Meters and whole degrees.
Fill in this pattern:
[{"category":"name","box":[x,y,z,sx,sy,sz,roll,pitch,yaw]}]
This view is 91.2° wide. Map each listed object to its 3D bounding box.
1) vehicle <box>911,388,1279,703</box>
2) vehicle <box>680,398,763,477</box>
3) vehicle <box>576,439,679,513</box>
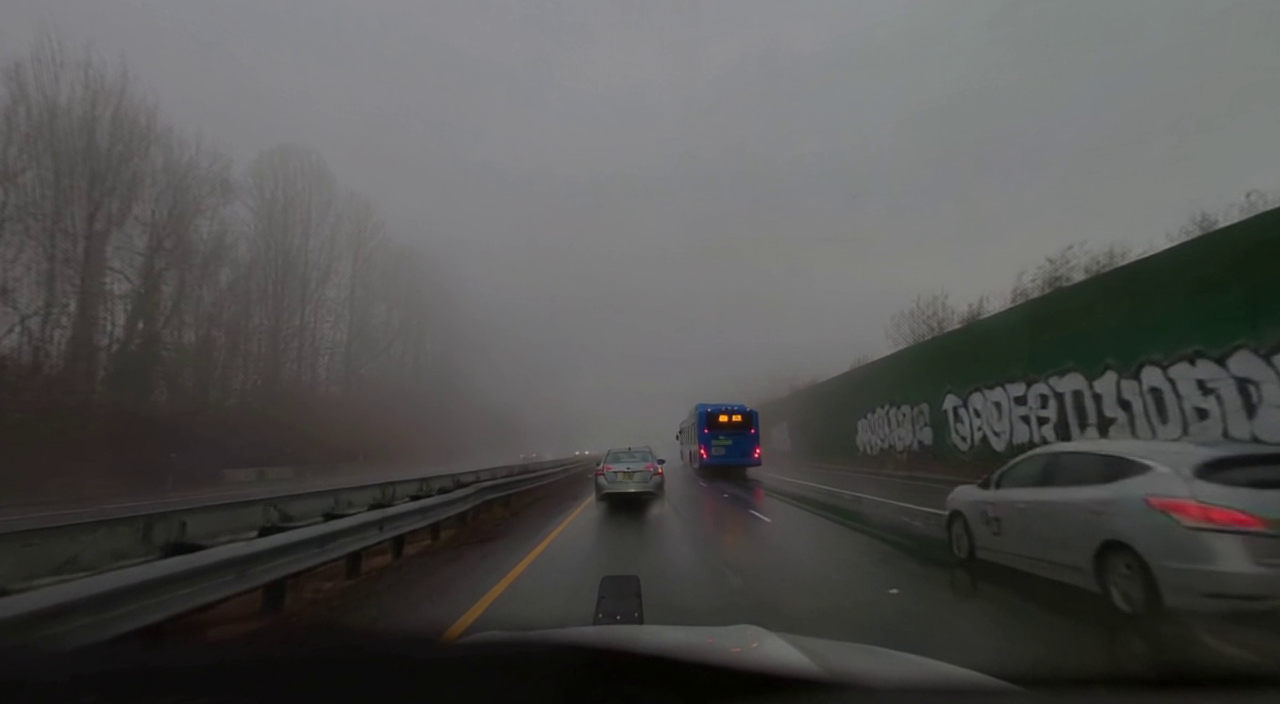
[{"category":"vehicle","box":[3.923,1.203,4.695,1.995,1.507,3.915,-1,-9,0]},{"category":"vehicle","box":[4.074,4.818,34.495,3.055,3.479,12.521,-1,-9,1]},{"category":"vehicle","box":[-0.264,2.944,15.334,2.160,1.532,4.073,-1,-9,0]}]
